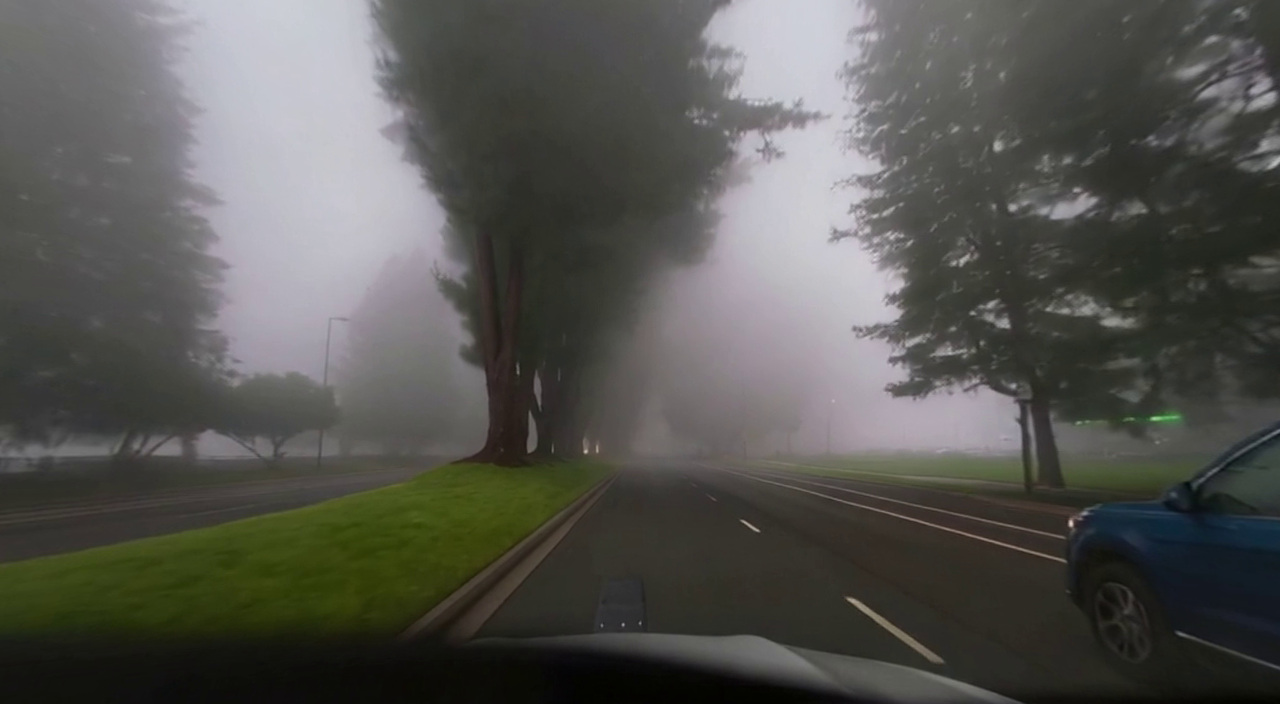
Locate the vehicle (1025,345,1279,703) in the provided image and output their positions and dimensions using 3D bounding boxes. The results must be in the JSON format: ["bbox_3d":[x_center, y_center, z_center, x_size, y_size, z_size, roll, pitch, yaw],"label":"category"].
[{"bbox_3d":[3.711,0.736,1.780,2.087,1.759,5.040,0,-8,1],"label":"vehicle"}]
